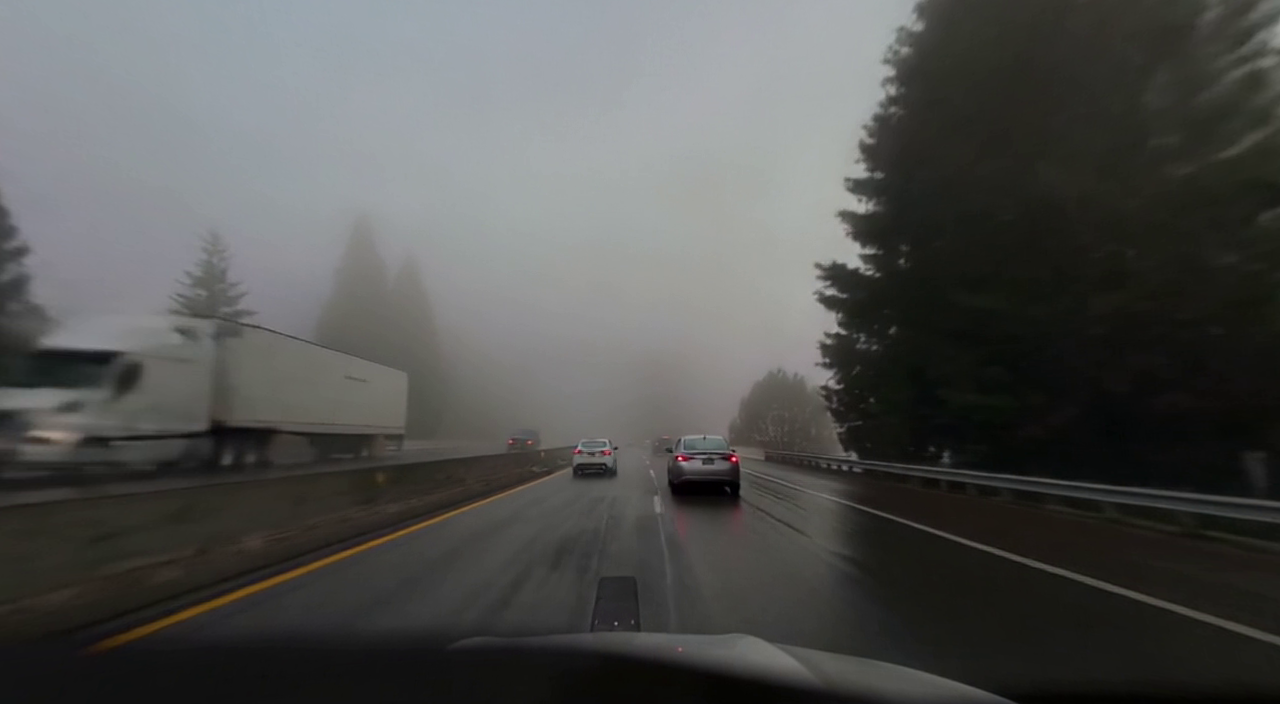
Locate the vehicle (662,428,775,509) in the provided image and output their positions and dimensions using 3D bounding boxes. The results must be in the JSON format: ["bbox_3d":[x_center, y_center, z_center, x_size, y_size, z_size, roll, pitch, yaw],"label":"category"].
[{"bbox_3d":[1.628,2.655,14.947,2.055,1.566,5.046,-1,-8,0],"label":"vehicle"}]

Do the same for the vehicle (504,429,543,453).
[{"bbox_3d":[-8.694,6.701,47.269,2.109,1.706,4.082,-1,-8,0],"label":"vehicle"}]

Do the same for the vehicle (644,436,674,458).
[{"bbox_3d":[1.395,7.217,47.734,2.146,1.546,3.796,-1,-8,0],"label":"vehicle"}]

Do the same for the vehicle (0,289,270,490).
[{"bbox_3d":[-12.814,1.173,15.776,2.979,4.027,6.468,-1,-8,0],"label":"vehicle"}]

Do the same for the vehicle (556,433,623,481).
[{"bbox_3d":[-1.759,3.826,23.304,2.178,1.559,4.254,-1,-8,-1],"label":"vehicle"}]
